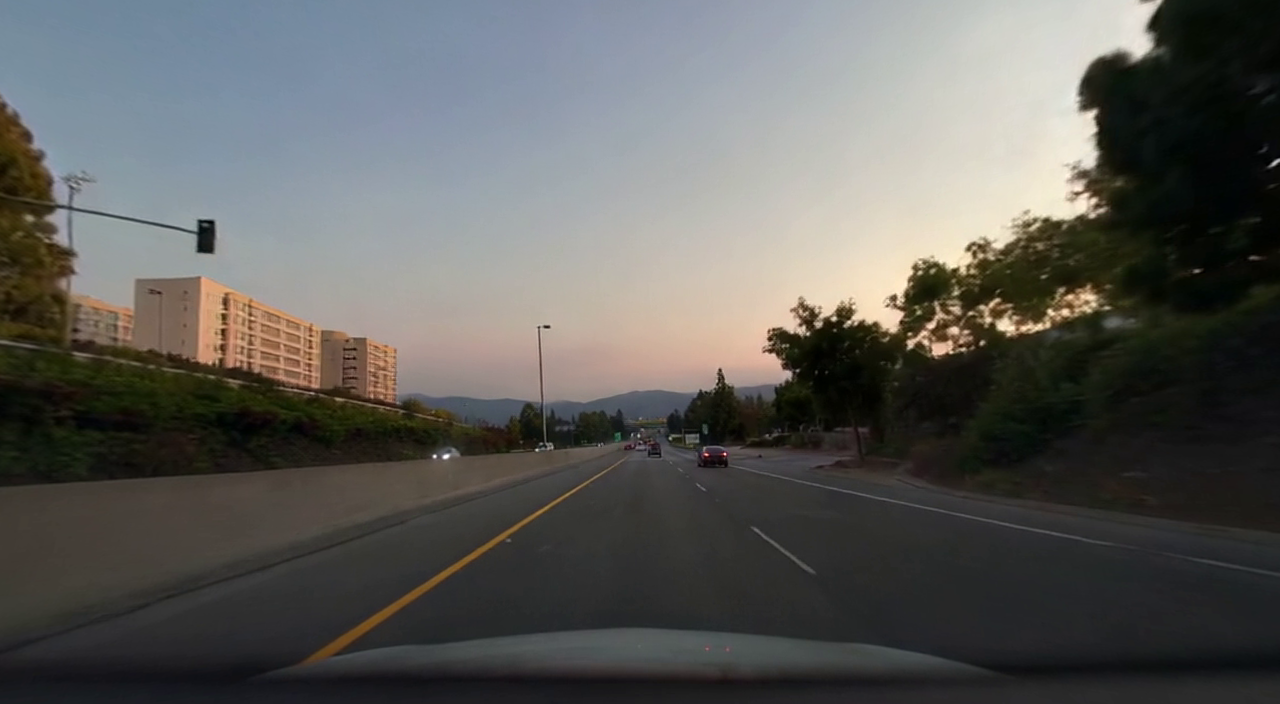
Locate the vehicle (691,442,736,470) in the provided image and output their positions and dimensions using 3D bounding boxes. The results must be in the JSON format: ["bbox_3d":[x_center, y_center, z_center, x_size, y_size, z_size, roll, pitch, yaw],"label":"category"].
[{"bbox_3d":[4.253,6.099,37.054,2.042,1.518,4.477,0,-9,-1],"label":"vehicle"}]
